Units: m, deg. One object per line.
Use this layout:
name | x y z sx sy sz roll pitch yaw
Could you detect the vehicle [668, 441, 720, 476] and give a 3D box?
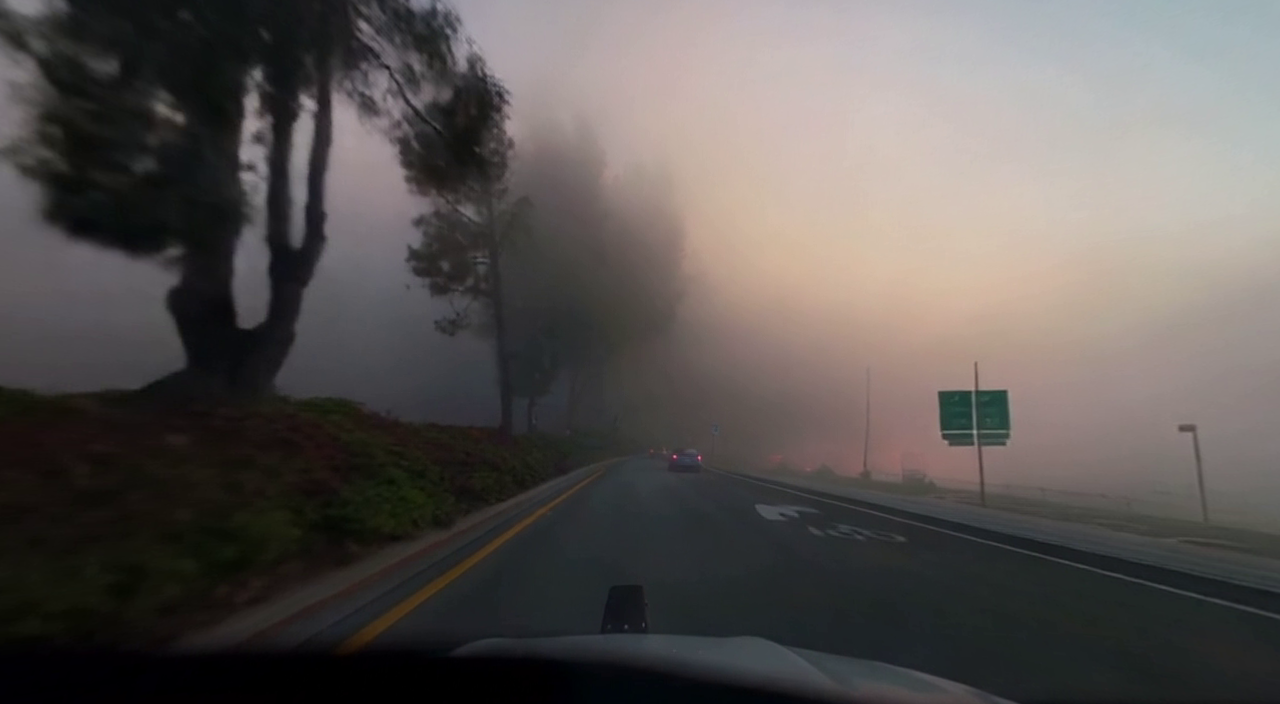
vehicle | 2.394 4.876 29.095 1.956 1.473 4.640 0 -8 -1
